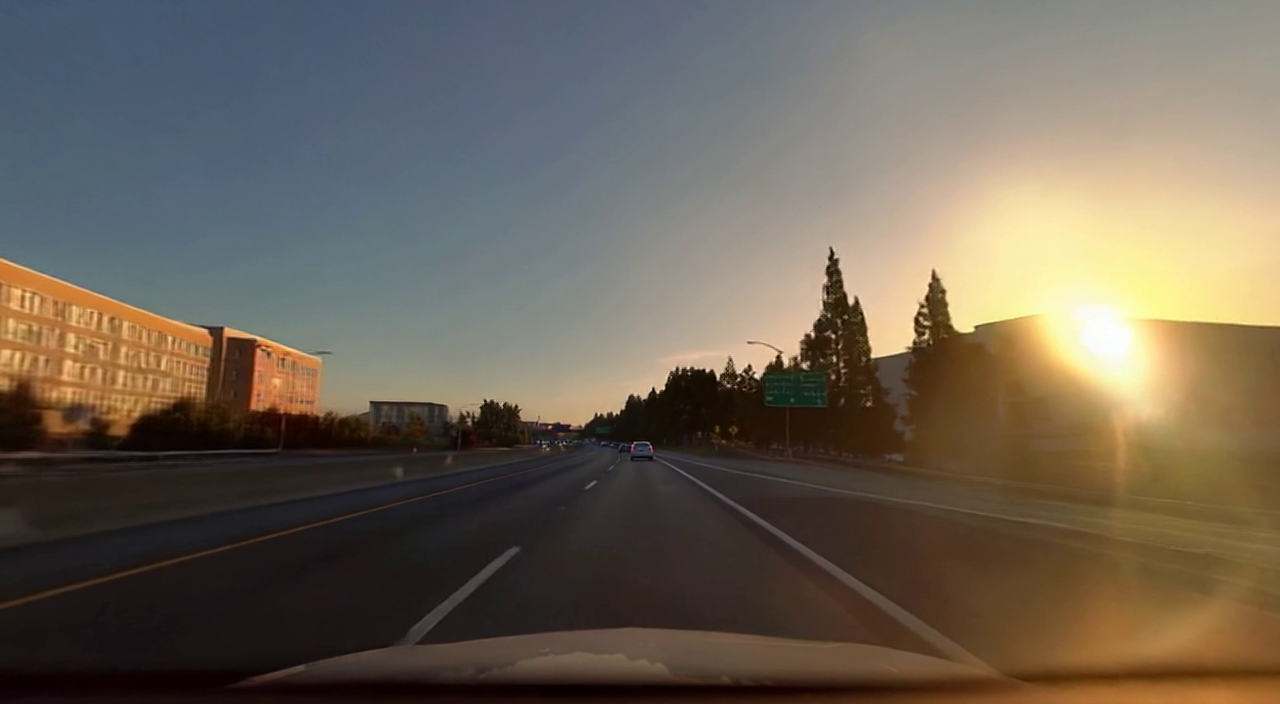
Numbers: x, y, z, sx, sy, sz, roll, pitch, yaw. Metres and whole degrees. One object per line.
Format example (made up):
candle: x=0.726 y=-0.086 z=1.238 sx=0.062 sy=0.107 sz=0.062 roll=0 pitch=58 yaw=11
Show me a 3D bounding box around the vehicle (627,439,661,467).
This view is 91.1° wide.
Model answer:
vehicle: x=0.179 y=6.490 z=40.594 sx=2.029 sy=1.666 sz=4.064 roll=0 pitch=-8 yaw=-2
